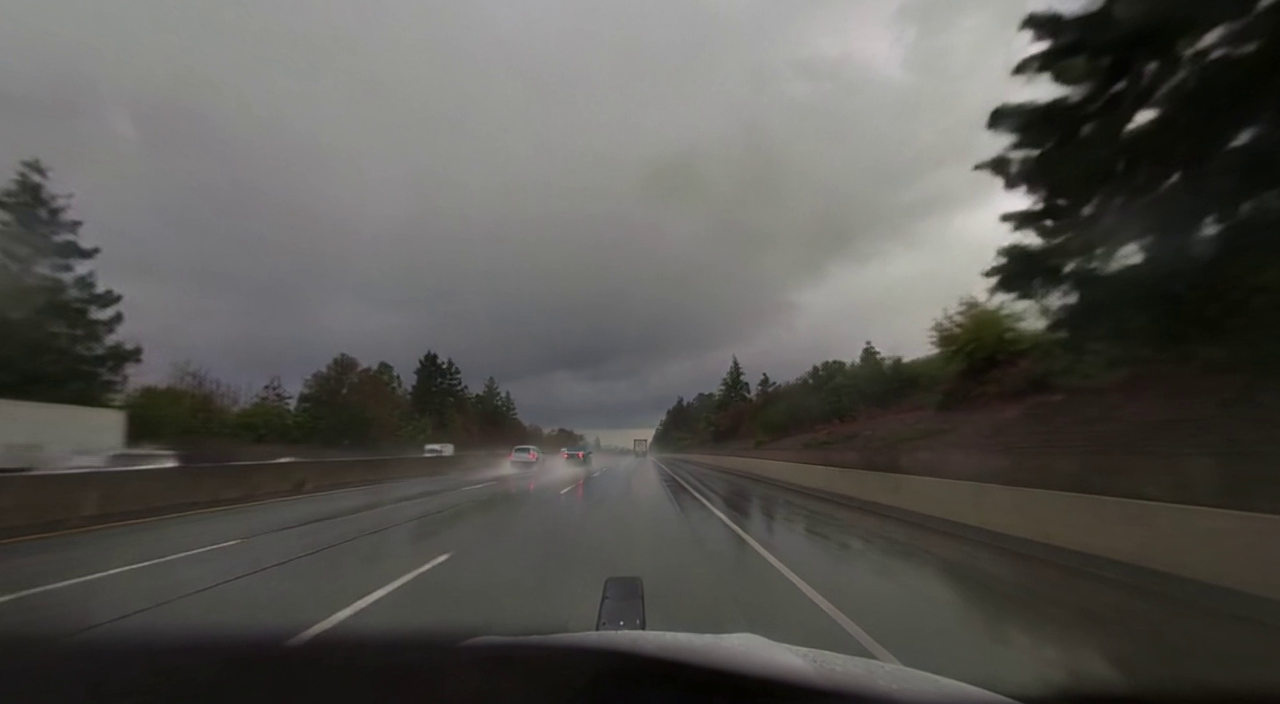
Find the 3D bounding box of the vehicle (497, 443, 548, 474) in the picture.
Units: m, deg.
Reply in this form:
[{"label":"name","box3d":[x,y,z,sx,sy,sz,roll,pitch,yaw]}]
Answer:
[{"label":"vehicle","box3d":[-7.145,6.524,38.837,2.173,1.722,4.869,0,-9,1]}]

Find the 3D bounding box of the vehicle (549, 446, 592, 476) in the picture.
[{"label":"vehicle","box3d":[-3.721,5.937,34.424,1.893,1.521,3.742,0,-9,0]}]

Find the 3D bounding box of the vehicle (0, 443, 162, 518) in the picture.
[{"label":"vehicle","box3d":[-16.544,3.518,17.864,2.032,1.783,4.980,0,-9,0]}]

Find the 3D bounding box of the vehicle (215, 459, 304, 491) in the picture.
[{"label":"vehicle","box3d":[-19.627,6.321,32.793,1.797,1.457,4.455,0,-9,0]}]
